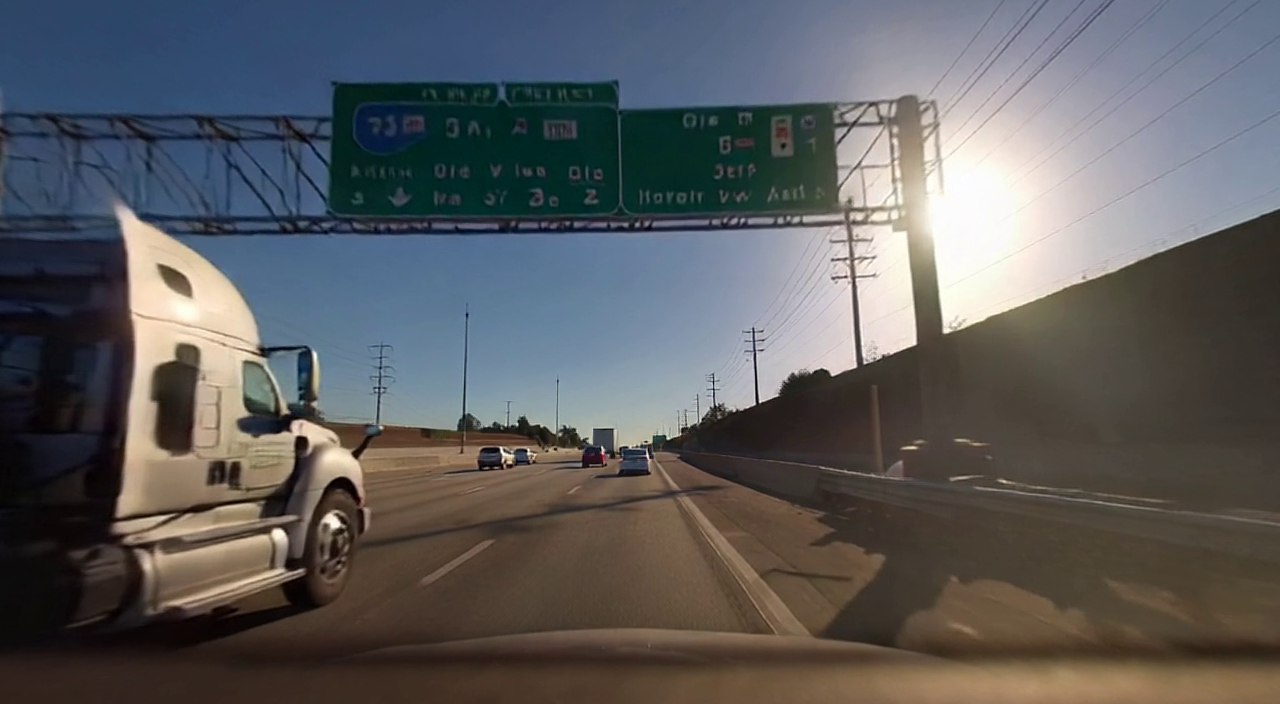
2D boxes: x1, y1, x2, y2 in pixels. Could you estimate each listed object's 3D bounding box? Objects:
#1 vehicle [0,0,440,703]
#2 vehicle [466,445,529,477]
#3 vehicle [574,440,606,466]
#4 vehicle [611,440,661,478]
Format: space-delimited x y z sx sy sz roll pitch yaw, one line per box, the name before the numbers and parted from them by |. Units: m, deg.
vehicle | -3.544 0.005 1.451 3.023 3.246 9.102 0 -9 1
vehicle | -7.094 5.452 31.795 2.025 1.510 4.582 0 -9 1
vehicle | -3.834 7.829 48.863 2.109 1.840 4.614 0 -9 0
vehicle | -0.176 5.043 29.878 2.178 1.640 4.071 0 -9 0
